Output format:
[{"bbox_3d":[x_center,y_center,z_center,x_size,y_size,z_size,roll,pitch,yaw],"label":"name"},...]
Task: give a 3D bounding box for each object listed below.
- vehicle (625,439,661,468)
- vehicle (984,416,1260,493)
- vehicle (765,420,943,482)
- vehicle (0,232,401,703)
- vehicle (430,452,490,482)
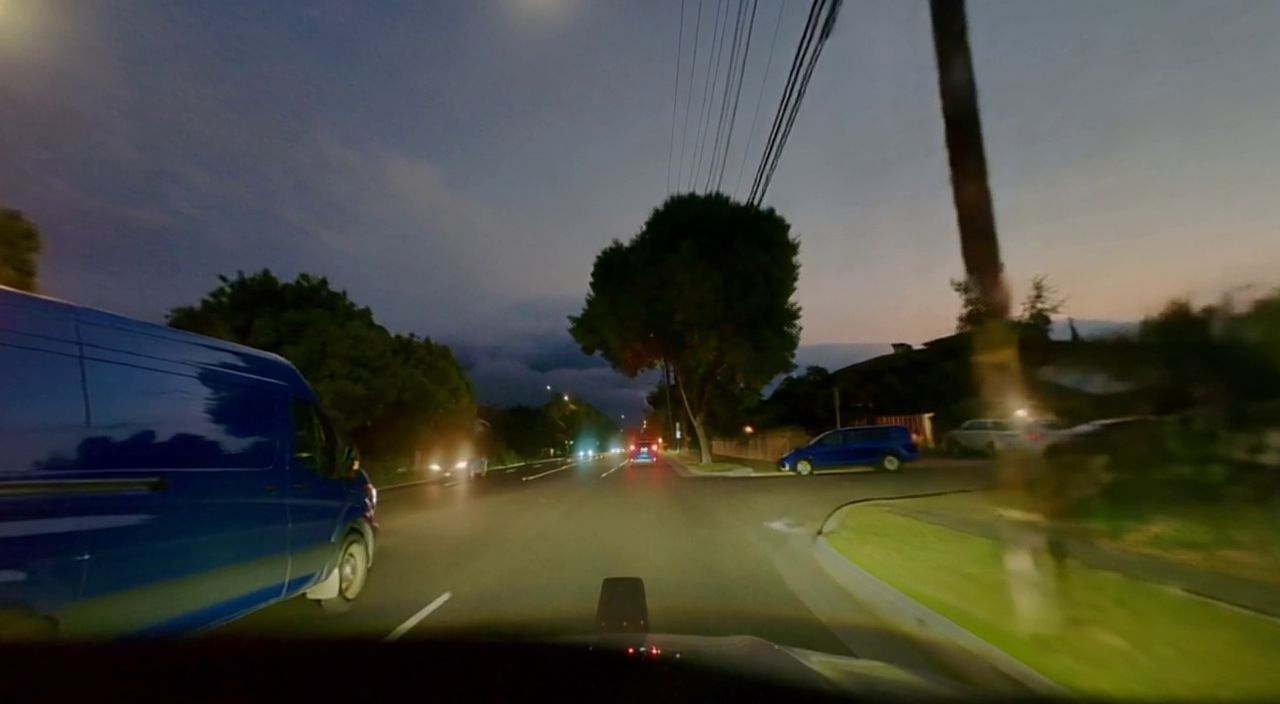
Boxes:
[{"bbox_3d":[0.208,6.327,39.385,2.120,1.718,3.909,0,-9,1],"label":"vehicle"},{"bbox_3d":[10.103,2.187,13.518,4.295,1.505,1.918,0,-9,1],"label":"vehicle"},{"bbox_3d":[6.754,3.189,20.407,5.012,1.711,2.457,-5,-8,15],"label":"vehicle"},{"bbox_3d":[-3.443,0.752,2.851,2.336,2.152,5.866,0,-9,1],"label":"vehicle"},{"bbox_3d":[-9.531,6.115,33.702,1.844,1.454,4.288,0,-9,1],"label":"vehicle"}]
